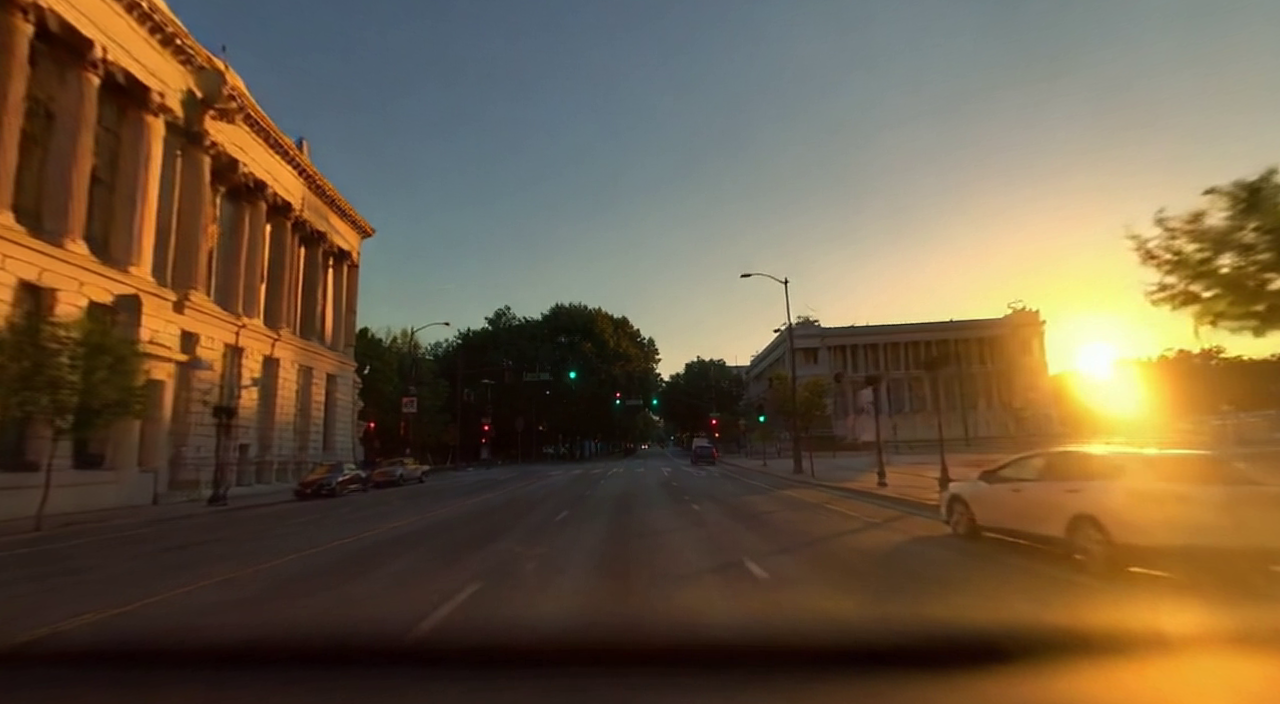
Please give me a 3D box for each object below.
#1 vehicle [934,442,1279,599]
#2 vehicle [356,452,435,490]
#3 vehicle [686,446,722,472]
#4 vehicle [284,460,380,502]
[{"bbox_3d":[6.081,1.937,8.328,2.091,1.445,4.678,0,-9,-1],"label":"vehicle"},{"bbox_3d":[-12.641,6.148,33.102,2.011,1.668,5.474,-1,-8,-1],"label":"vehicle"},{"bbox_3d":[4.040,6.651,39.533,2.085,1.530,4.125,-1,-9,7],"label":"vehicle"},{"bbox_3d":[-12.485,5.231,25.990,1.767,1.455,4.389,0,-9,0],"label":"vehicle"}]
